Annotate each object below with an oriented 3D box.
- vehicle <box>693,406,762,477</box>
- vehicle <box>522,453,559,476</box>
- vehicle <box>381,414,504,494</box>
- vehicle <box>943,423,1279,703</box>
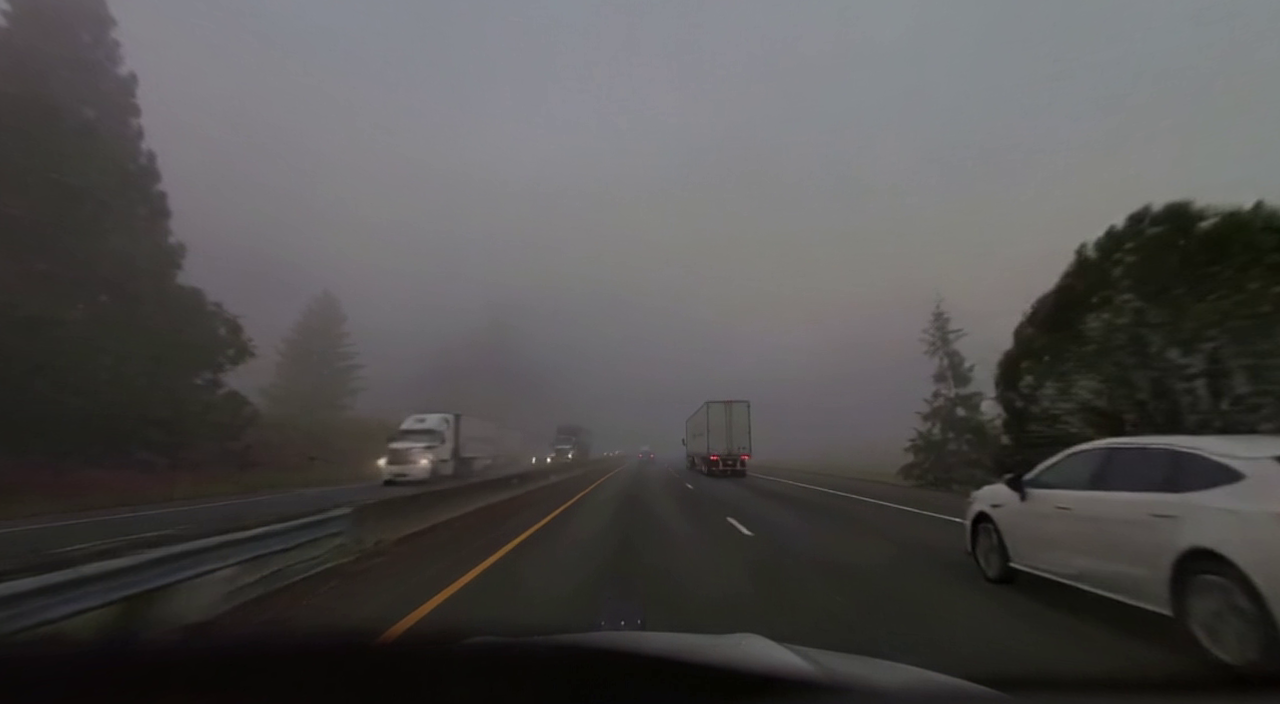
[{"bbox_3d":[4.921,5.445,37.971,2.866,3.558,11.674,0,-9,2],"label":"vehicle"},{"bbox_3d":[-7.506,8.523,47.902,1.952,1.579,4.290,0,-9,2],"label":"vehicle"},{"bbox_3d":[-9.714,5.205,32.446,2.952,3.538,9.079,-1,-9,3],"label":"vehicle"},{"bbox_3d":[3.954,1.243,4.135,1.893,1.442,4.039,0,-9,0],"label":"vehicle"}]
